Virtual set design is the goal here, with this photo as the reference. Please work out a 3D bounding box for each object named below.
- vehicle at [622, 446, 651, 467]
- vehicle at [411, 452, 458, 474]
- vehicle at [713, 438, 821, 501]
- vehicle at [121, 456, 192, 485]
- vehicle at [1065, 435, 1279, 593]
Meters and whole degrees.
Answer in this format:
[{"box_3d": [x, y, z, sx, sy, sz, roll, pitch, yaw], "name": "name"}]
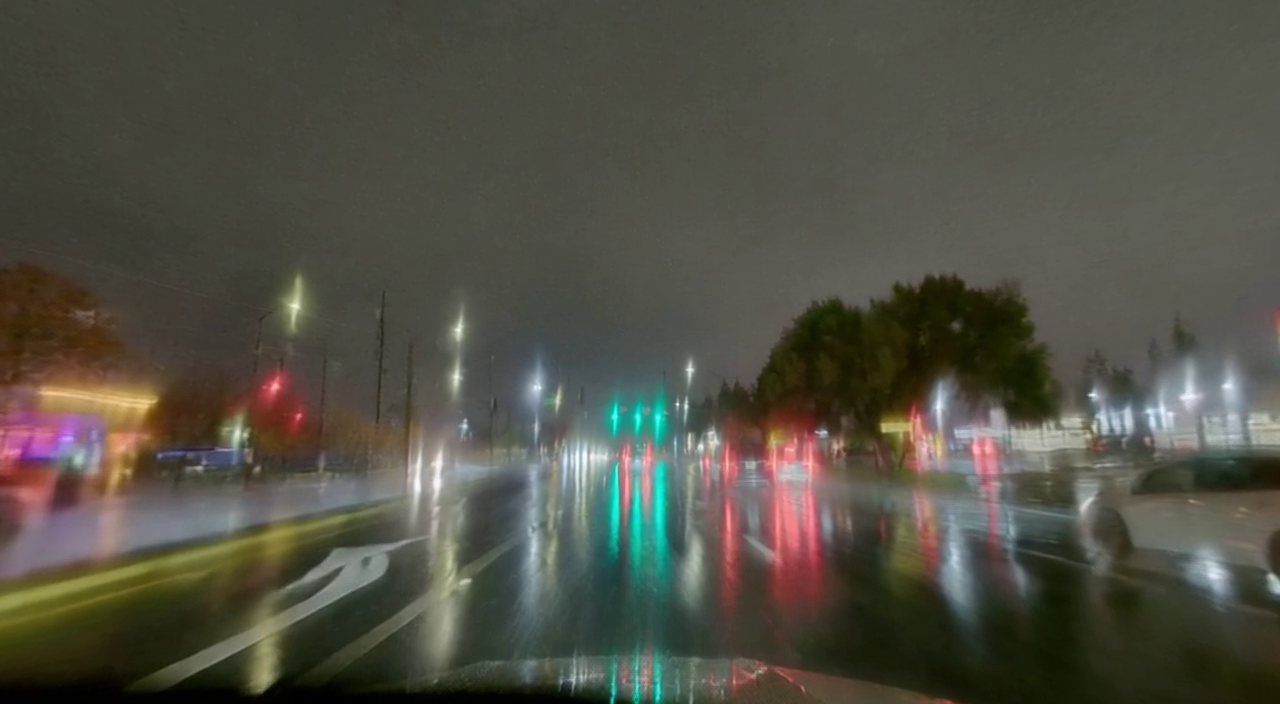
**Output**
[{"box_3d": [-0.247, 7.844, 47.436, 2.052, 1.461, 4.324, 0, -8, 0], "name": "vehicle"}, {"box_3d": [-15.274, 8.230, 47.162, 1.908, 1.486, 4.629, -1, -8, 1], "name": "vehicle"}, {"box_3d": [3.480, 3.313, 18.261, 2.072, 1.545, 4.578, 0, -8, -1], "name": "vehicle"}, {"box_3d": [-32.983, 8.058, 43.258, 1.856, 1.675, 5.356, 2, -9, -15], "name": "vehicle"}, {"box_3d": [6.894, 1.575, 6.417, 1.952, 1.449, 4.544, 0, -8, -1], "name": "vehicle"}]
